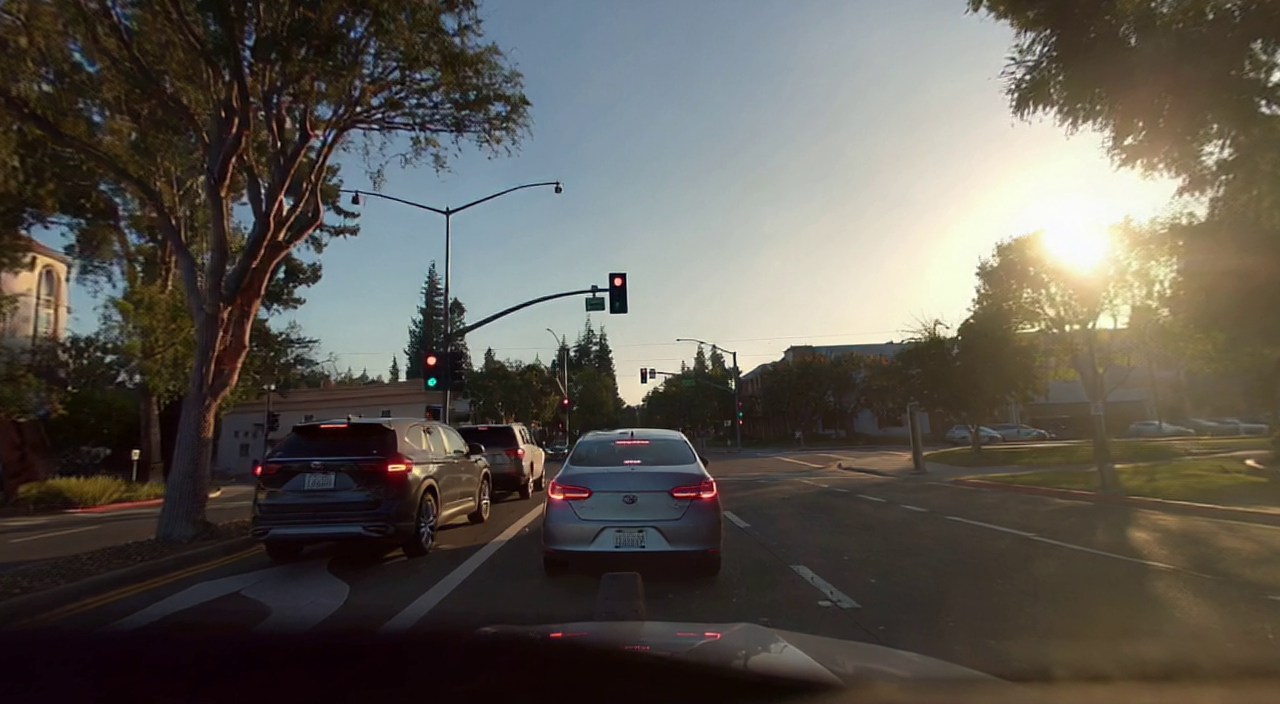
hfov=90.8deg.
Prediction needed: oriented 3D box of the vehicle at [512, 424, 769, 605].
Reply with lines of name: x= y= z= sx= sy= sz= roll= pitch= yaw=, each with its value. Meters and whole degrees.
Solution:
vehicle: x=-0.052 y=1.646 z=7.308 sx=2.126 sy=1.475 sz=3.967 roll=0 pitch=-8 yaw=-2

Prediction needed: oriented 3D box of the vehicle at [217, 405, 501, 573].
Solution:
vehicle: x=-3.429 y=1.755 z=8.823 sx=2.046 sy=1.751 sz=4.208 roll=0 pitch=-8 yaw=-1
